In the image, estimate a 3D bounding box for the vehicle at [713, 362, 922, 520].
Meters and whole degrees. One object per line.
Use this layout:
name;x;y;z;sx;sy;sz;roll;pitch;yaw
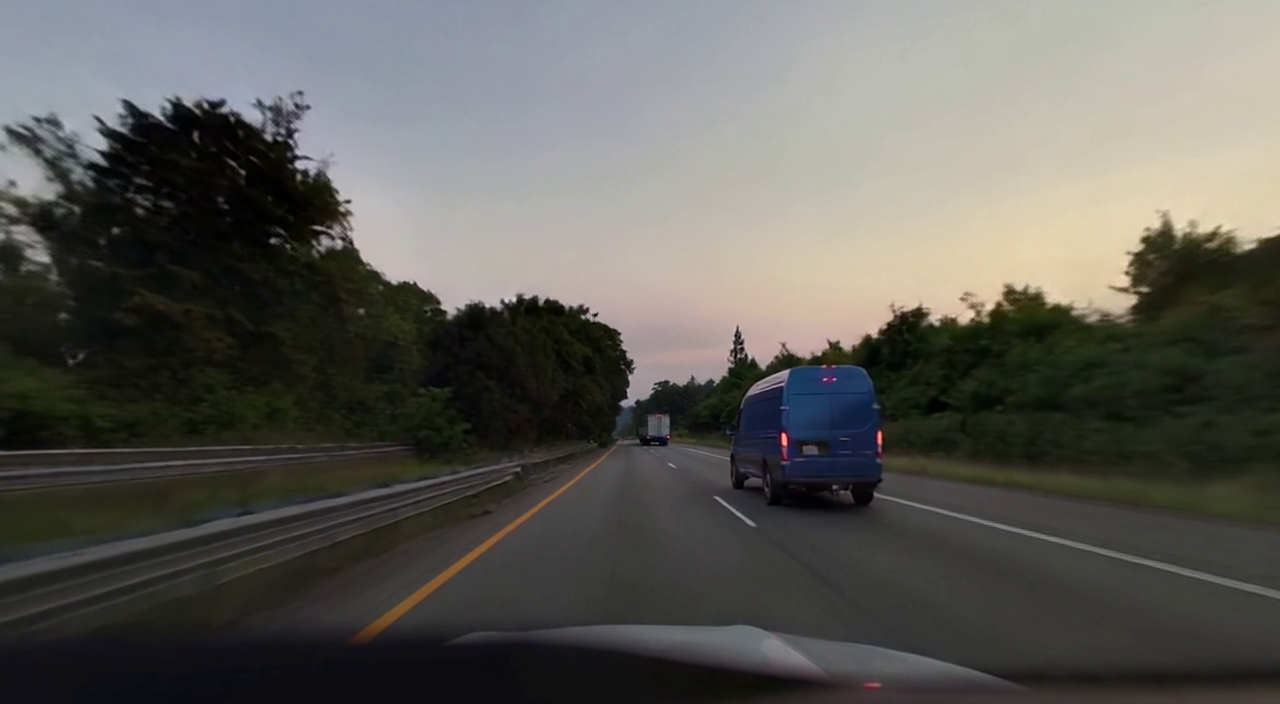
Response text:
vehicle;3.283;1.873;13.520;2.570;2.596;6.082;0;-8;-1
